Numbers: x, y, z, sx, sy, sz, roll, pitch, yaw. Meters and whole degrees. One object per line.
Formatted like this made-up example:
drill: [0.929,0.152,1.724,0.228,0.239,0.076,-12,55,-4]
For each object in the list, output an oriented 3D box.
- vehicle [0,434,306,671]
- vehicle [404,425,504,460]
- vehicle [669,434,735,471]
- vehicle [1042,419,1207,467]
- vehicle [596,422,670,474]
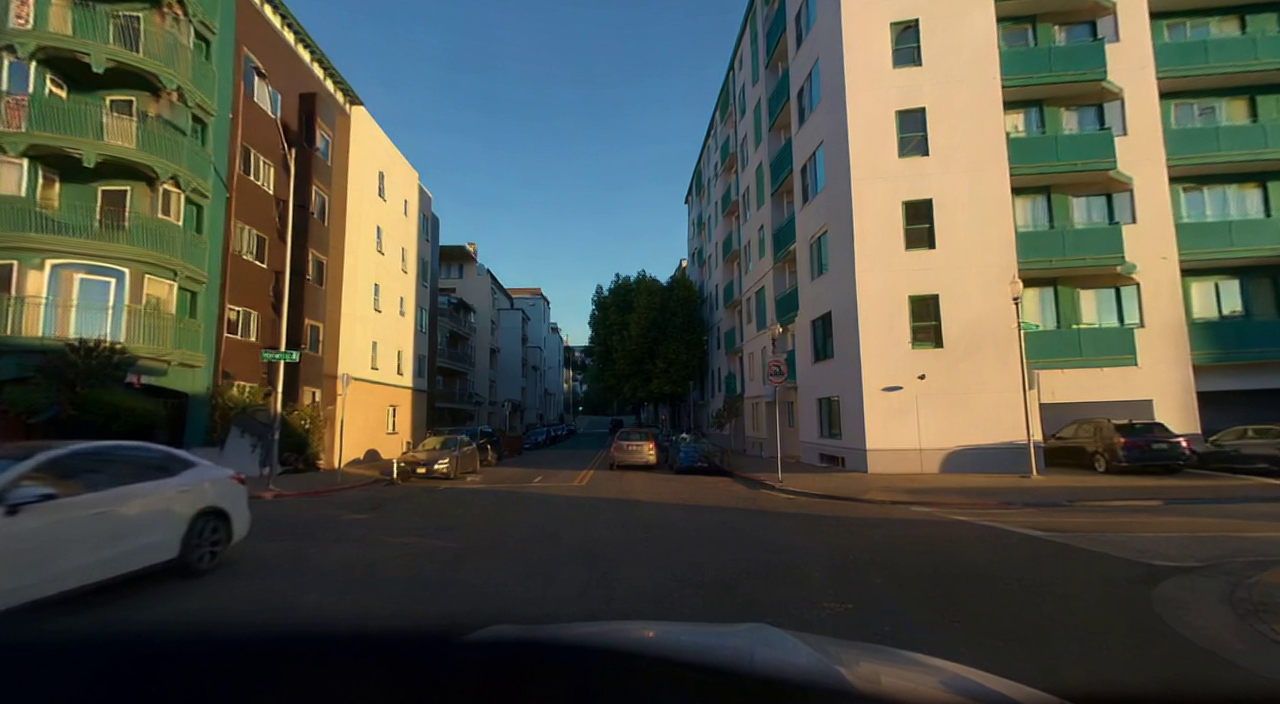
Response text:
vehicle: [-5.215,1.475,5.415,2.226,1.465,5.034,0,-9,-4]
vehicle: [-11.430,5.592,38.877,5.540,1.950,2.113,4,-12,-28]
vehicle: [2.548,4.298,27.078,2.290,1.456,4.503,0,-8,-1]
vehicle: [15.360,2.917,20.142,3.752,1.453,1.709,0,-9,2]
vehicle: [-0.395,3.834,25.255,2.412,1.834,4.636,1,-9,-7]
